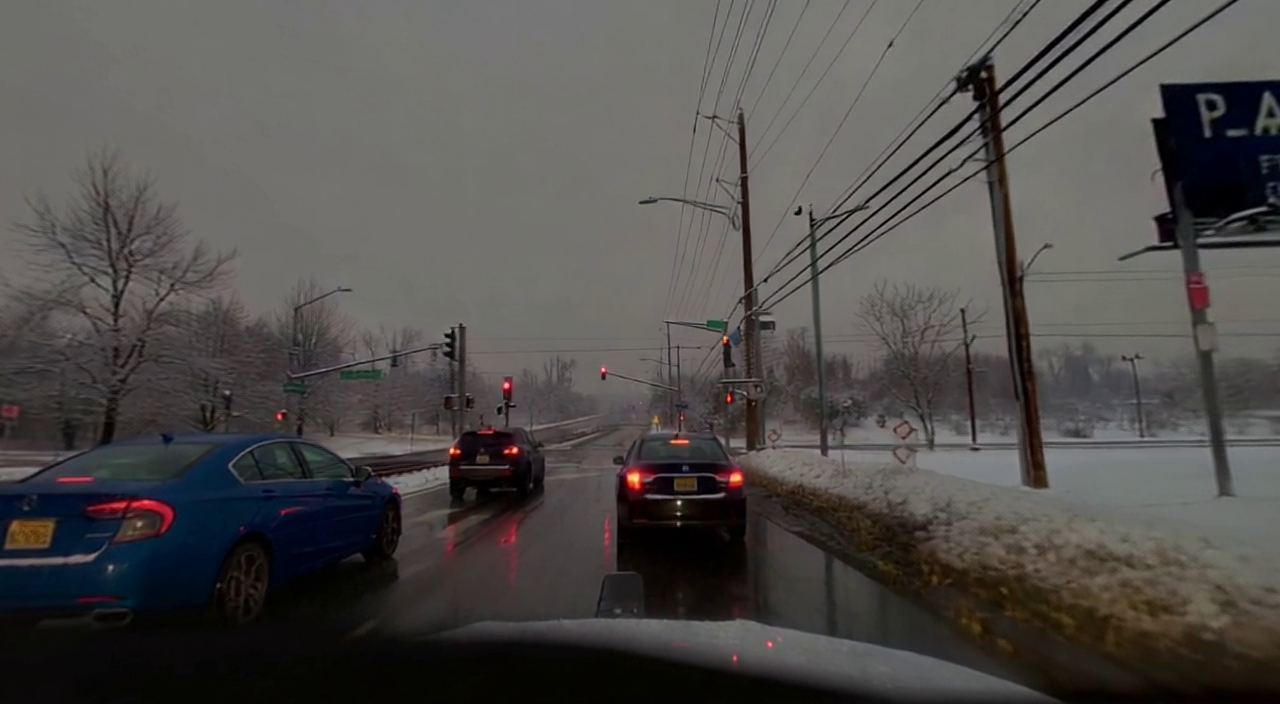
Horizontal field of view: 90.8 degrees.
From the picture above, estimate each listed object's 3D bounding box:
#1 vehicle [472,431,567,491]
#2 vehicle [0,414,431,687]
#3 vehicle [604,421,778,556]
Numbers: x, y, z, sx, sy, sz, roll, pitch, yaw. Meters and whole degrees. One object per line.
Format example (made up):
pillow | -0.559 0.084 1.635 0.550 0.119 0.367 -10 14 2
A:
vehicle | -3.285 3.073 18.053 1.984 1.505 4.047 0 -9 -1
vehicle | -3.654 1.434 5.794 1.956 1.468 4.585 0 -9 -1
vehicle | 0.486 1.887 9.336 1.998 1.529 3.960 1 -9 -3
